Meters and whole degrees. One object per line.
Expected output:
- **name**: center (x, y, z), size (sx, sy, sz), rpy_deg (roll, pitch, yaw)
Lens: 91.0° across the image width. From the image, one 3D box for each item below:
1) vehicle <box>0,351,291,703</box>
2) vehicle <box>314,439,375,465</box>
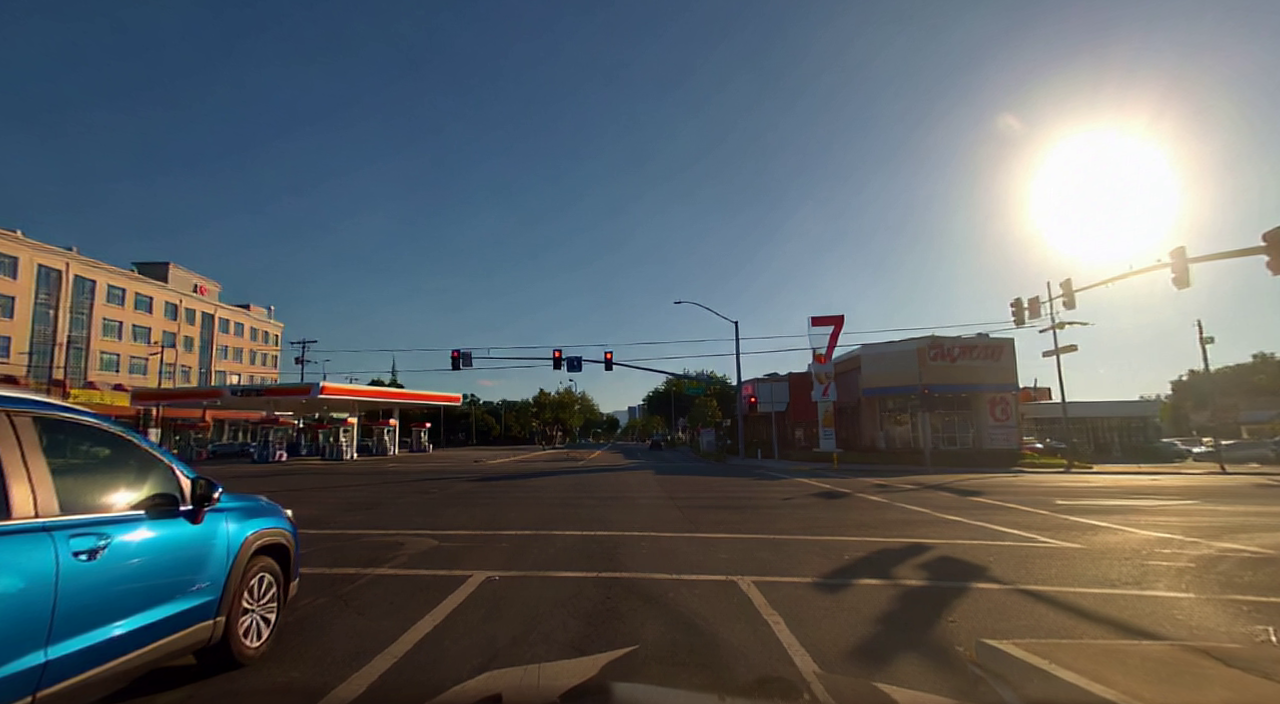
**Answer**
- **vehicle**: center (-3.441, 0.802, 2.037), size (2.053, 1.690, 4.364), rpy_deg (0, -9, 1)
- **vehicle**: center (-20.487, 6.922, 43.832), size (2.004, 1.699, 4.486), rpy_deg (0, -9, 0)
